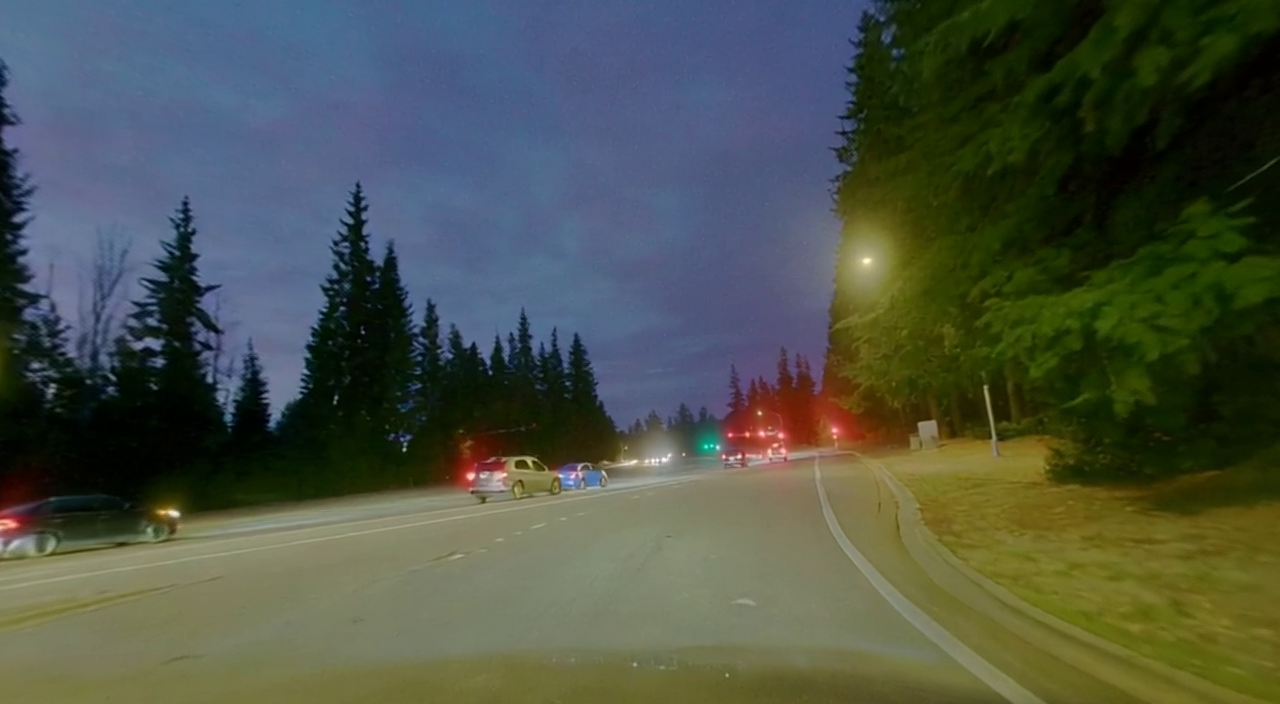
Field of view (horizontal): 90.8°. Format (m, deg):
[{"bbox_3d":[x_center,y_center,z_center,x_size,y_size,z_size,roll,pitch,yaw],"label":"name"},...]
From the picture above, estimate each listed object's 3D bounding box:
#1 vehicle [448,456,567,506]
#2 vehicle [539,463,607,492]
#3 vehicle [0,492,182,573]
[{"bbox_3d":[-5.114,5.046,25.236,2.049,1.699,4.860,-5,-10,27],"label":"vehicle"},{"bbox_3d":[-3.855,7.292,37.060,1.829,1.470,4.460,-5,-10,26],"label":"vehicle"},{"bbox_3d":[-14.812,4.504,15.977,1.886,1.535,4.742,-5,-10,29],"label":"vehicle"}]
